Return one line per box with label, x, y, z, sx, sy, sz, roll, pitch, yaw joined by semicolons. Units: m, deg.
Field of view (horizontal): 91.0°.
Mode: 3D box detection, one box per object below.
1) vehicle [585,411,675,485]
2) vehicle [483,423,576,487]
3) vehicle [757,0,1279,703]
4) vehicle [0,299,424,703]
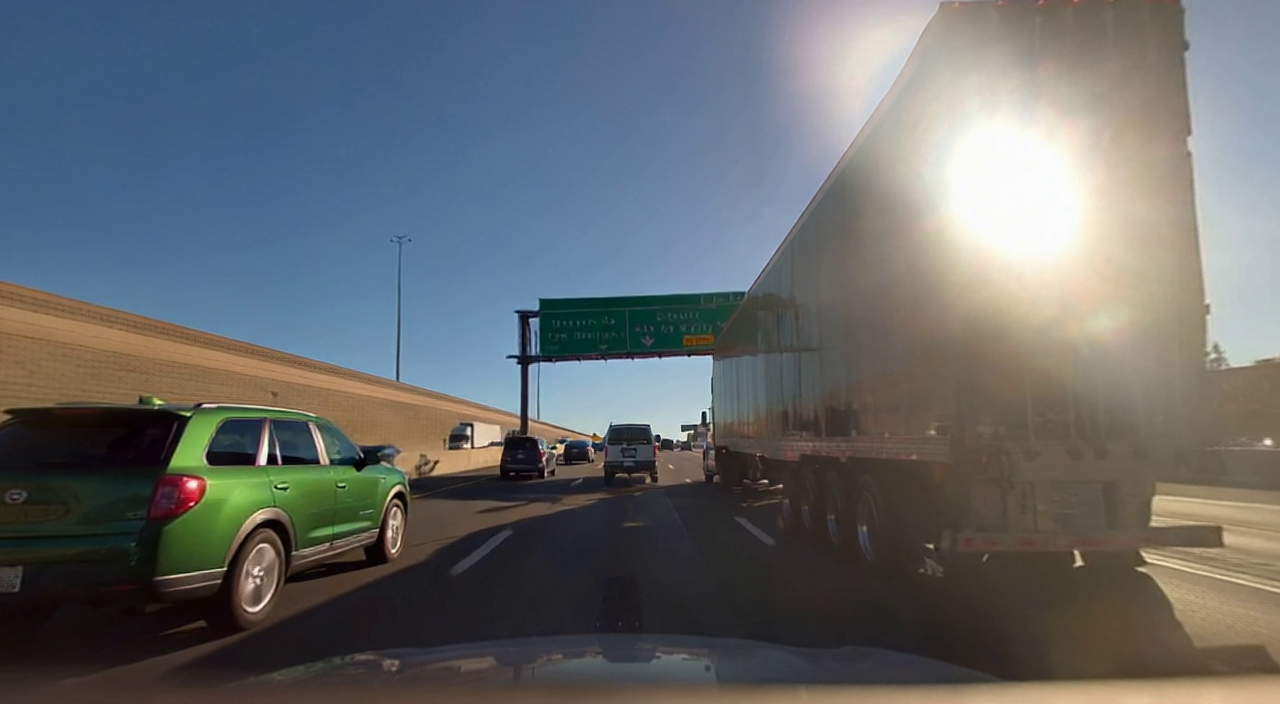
vehicle;-0.318;3.309;21.924;2.704;2.216;5.804;0;-8;0
vehicle;-3.440;3.331;20.625;2.120;1.812;4.659;0;-8;1
vehicle;3.612;-0.231;3.522;2.852;4.121;16.210;0;-8;0
vehicle;-3.438;1.000;4.206;2.193;1.803;4.958;0;-8;0
